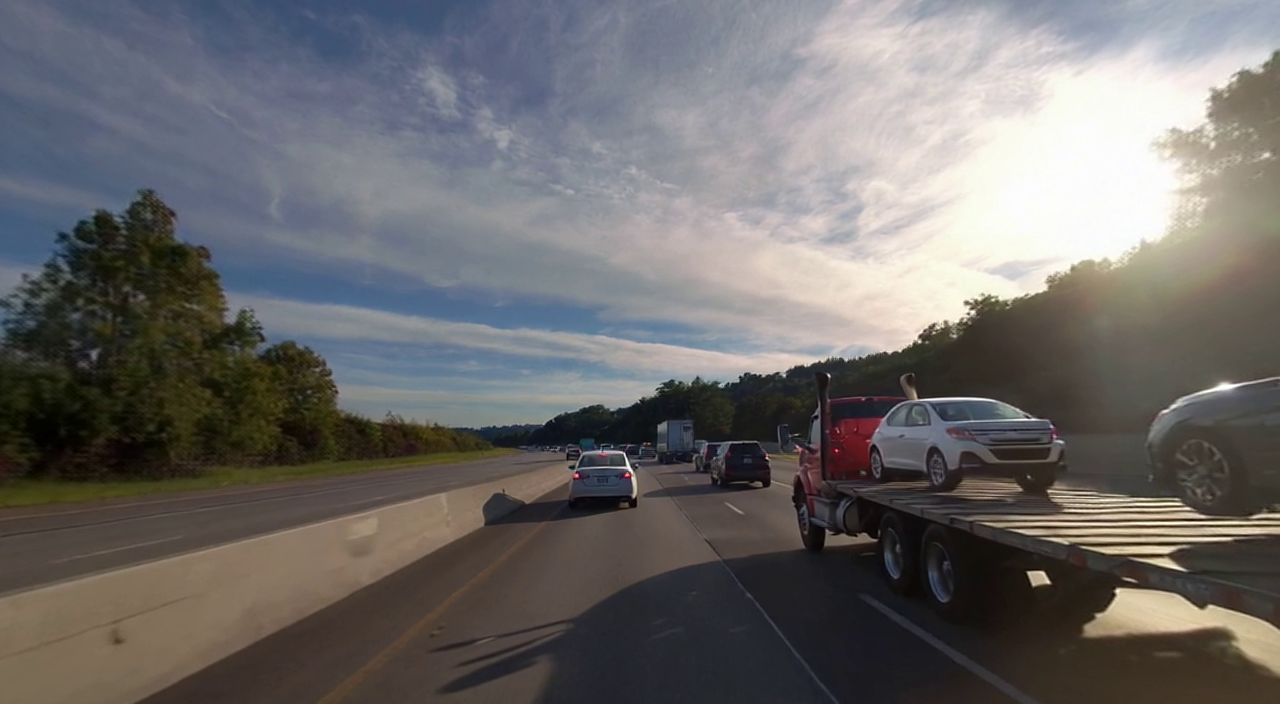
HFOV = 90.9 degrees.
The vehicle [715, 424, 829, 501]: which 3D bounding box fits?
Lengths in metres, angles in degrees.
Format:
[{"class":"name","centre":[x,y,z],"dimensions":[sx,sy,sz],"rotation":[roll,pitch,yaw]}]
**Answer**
[{"class":"vehicle","centre":[3.534,3.078,17.749],"dimensions":[2.303,1.889,3.920],"rotation":[0,-9,-1]}]

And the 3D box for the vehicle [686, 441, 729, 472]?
[{"class":"vehicle","centre":[3.795,5.996,36.187],"dimensions":[1.938,1.660,4.223],"rotation":[0,-9,-1]}]

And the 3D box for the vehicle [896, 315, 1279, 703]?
[{"class":"vehicle","centre":[3.457,0.963,3.751],"dimensions":[1.959,1.783,4.407],"rotation":[0,-9,0]}]

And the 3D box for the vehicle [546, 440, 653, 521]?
[{"class":"vehicle","centre":[-0.738,2.684,13.588],"dimensions":[1.991,1.466,3.675],"rotation":[0,-9,0]}]
